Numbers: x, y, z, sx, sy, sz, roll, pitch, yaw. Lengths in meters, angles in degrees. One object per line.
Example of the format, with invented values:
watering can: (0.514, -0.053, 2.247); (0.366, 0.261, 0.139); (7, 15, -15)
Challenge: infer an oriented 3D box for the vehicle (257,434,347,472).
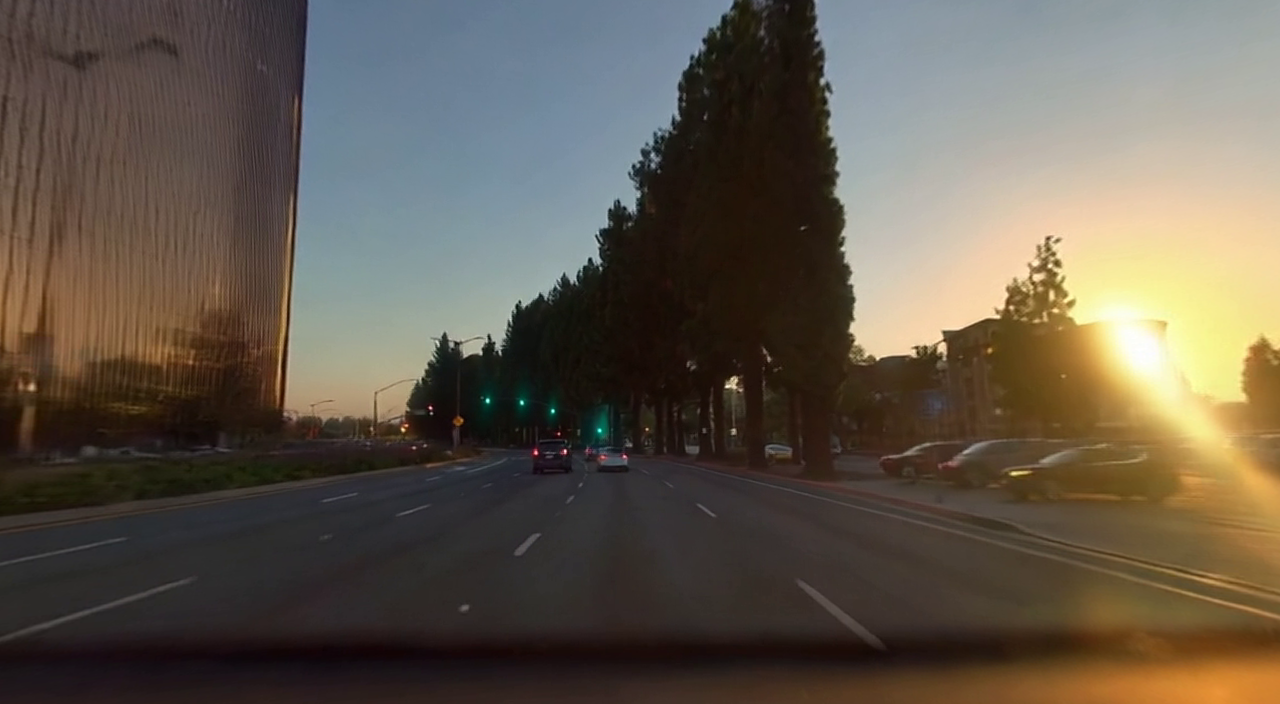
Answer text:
vehicle: (-15.781, 4.755, 29.822); (1.856, 1.625, 4.574); (0, -8, -3)

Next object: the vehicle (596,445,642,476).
vehicle: (-1.025, 5.103, 30.006); (2.050, 1.385, 4.096); (0, -8, -3)

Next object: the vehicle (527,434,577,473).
vehicle: (-4.345, 5.079, 31.829); (2.001, 1.784, 4.483); (0, -8, -2)

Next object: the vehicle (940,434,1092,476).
vehicle: (13.570, 3.750, 22.994); (4.373, 1.437, 1.630); (-1, -9, 3)

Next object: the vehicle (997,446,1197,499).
vehicle: (13.568, 3.580, 19.002); (4.470, 1.429, 1.878); (0, -7, 3)
